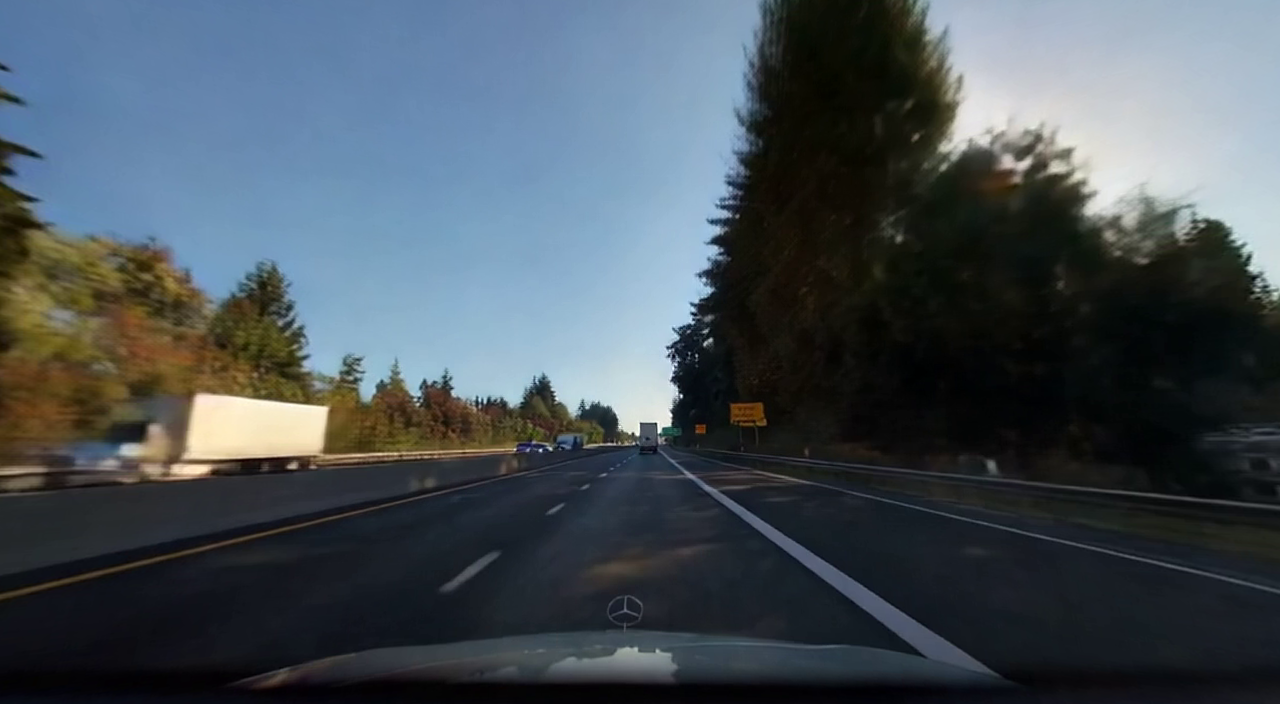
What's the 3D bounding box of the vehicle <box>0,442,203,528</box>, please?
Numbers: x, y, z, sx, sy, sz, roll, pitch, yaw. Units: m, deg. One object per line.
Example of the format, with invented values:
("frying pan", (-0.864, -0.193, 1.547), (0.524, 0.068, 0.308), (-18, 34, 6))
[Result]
("vehicle", (-12.193, 2.703, 13.469), (2.110, 1.488, 4.893), (0, -9, 1))
